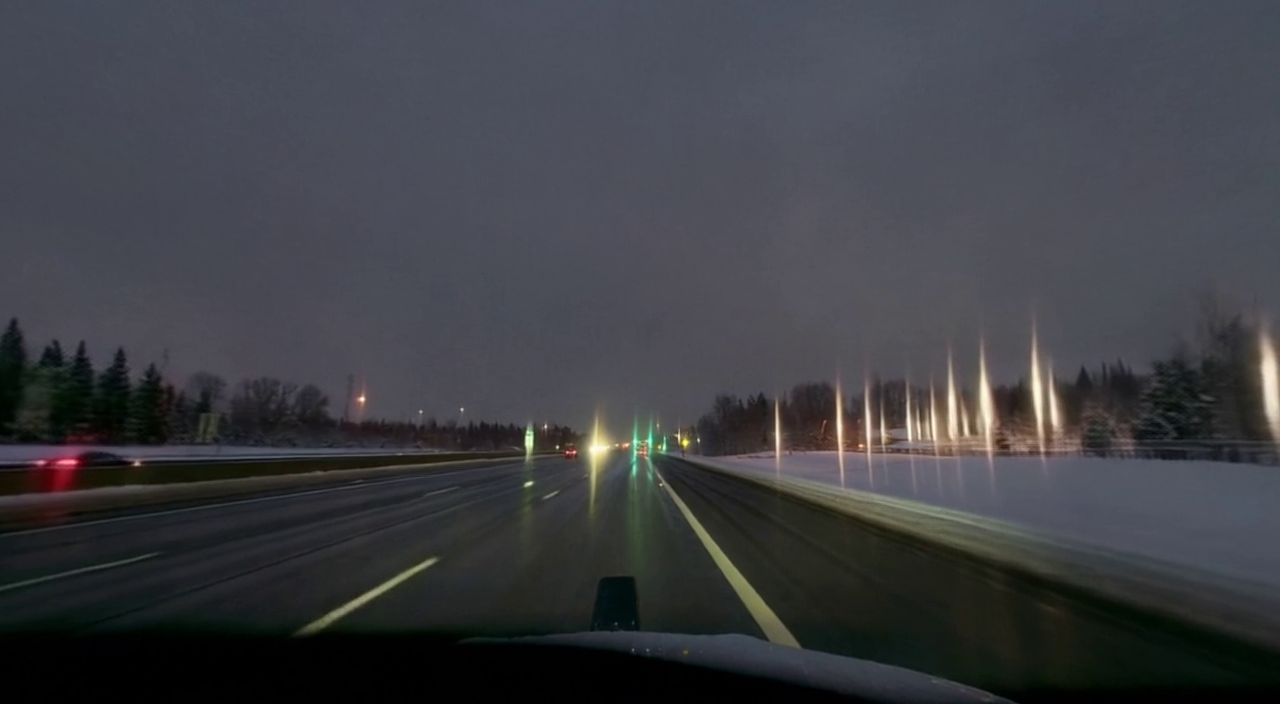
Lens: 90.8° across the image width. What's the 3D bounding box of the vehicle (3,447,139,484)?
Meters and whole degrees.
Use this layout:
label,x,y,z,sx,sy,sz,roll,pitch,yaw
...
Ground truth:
label,x,y,z,sx,sy,sz,roll,pitch,yaw
vehicle,-26.712,5.315,29.928,1.923,1.563,4.762,0,-9,1
